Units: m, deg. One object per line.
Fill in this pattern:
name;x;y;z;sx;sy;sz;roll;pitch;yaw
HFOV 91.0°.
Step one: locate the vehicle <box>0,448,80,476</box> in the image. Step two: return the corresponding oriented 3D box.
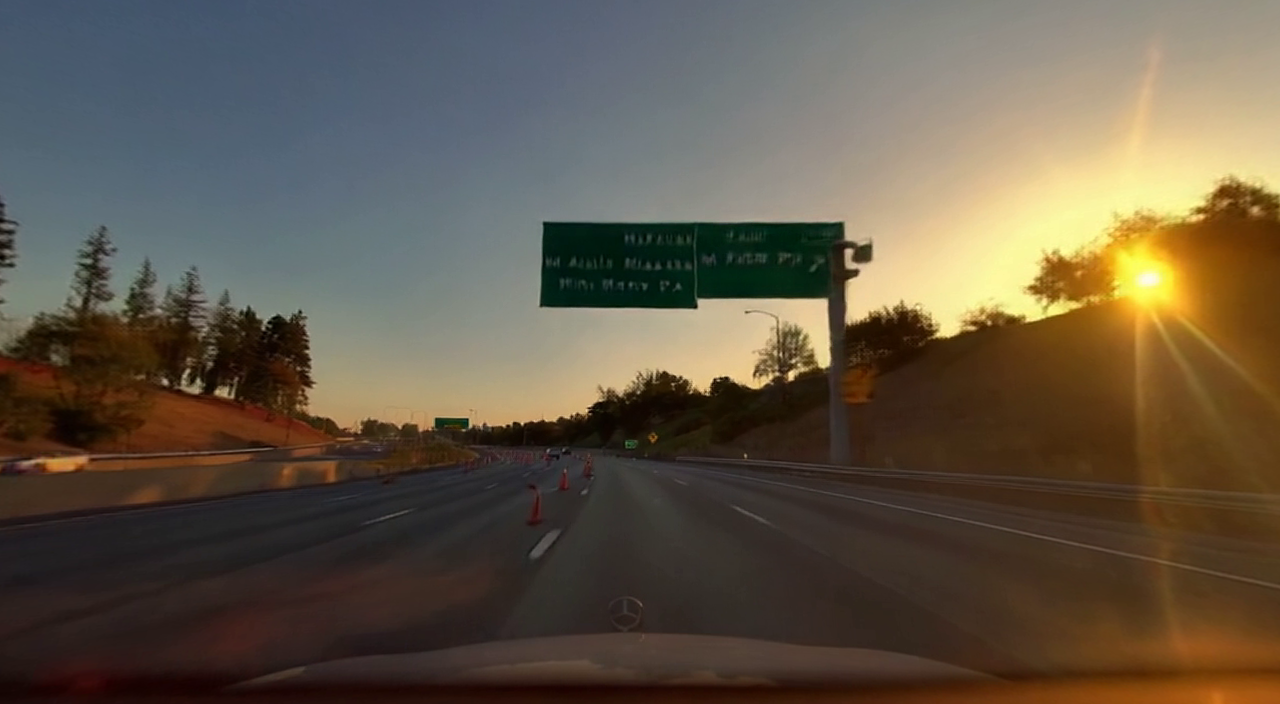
vehicle;-38.829;6.968;40.235;1.954;1.665;4.692;0;-9;-3
